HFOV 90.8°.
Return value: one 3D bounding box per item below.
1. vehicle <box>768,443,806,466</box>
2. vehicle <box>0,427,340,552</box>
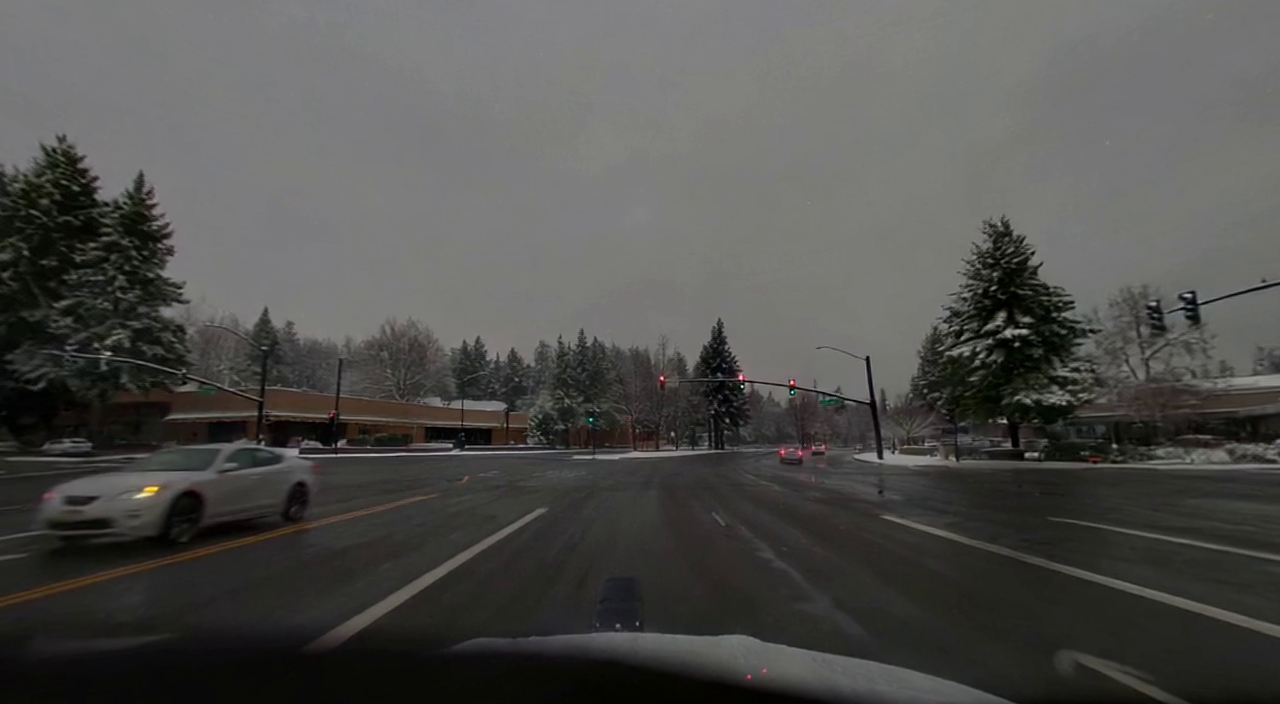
[{"bbox_3d":[9.866,6.899,42.704,1.988,1.460,3.996,-1,-9,6],"label":"vehicle"},{"bbox_3d":[-6.845,1.970,9.833,2.063,1.455,4.651,0,-8,0],"label":"vehicle"}]
